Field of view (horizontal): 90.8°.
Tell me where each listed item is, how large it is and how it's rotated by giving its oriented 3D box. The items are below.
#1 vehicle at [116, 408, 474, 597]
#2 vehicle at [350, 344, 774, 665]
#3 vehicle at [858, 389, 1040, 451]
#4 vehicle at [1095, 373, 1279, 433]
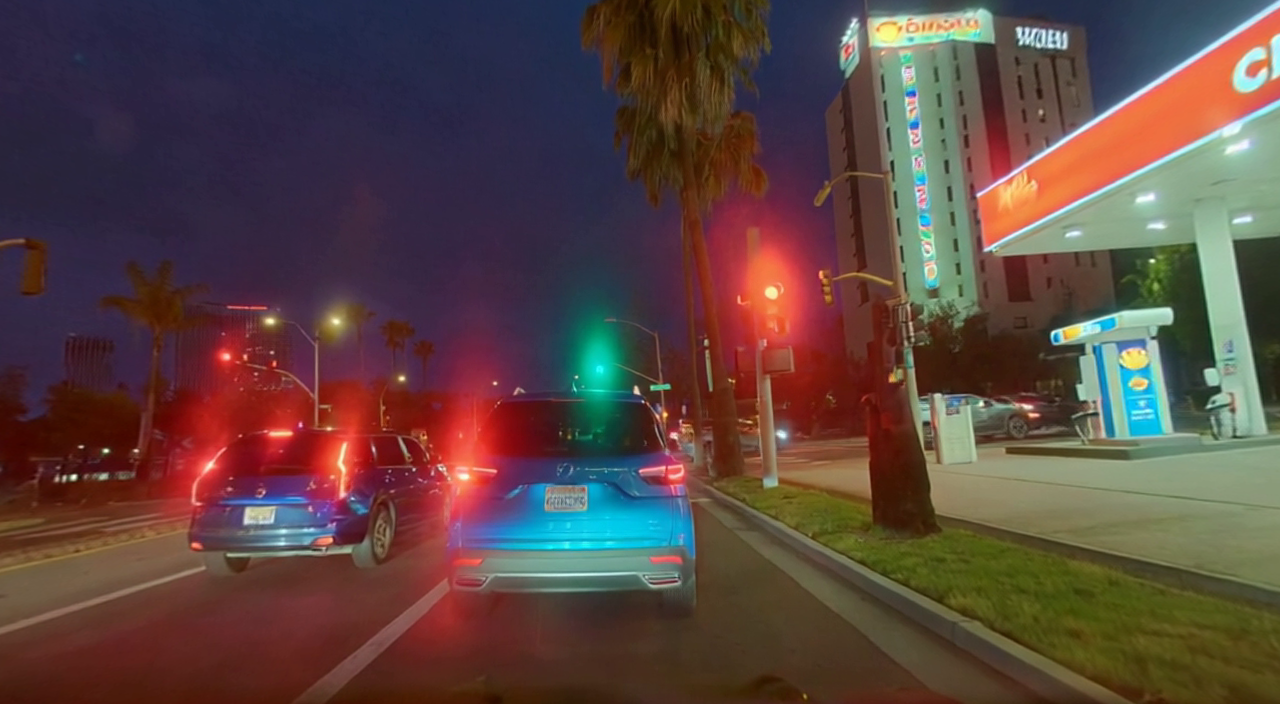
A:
[{"bbox_3d":[-3.807,1.739,8.356,2.097,1.692,5.030,0,-8,-3],"label":"vehicle"},{"bbox_3d":[-0.543,1.250,6.293,2.519,1.913,4.819,0,-8,-2],"label":"vehicle"},{"bbox_3d":[10.791,2.443,22.354,5.307,2.076,2.122,0,-8,-4],"label":"vehicle"},{"bbox_3d":[19.713,1.867,22.672,5.033,1.999,2.259,0,-8,-3],"label":"vehicle"}]
